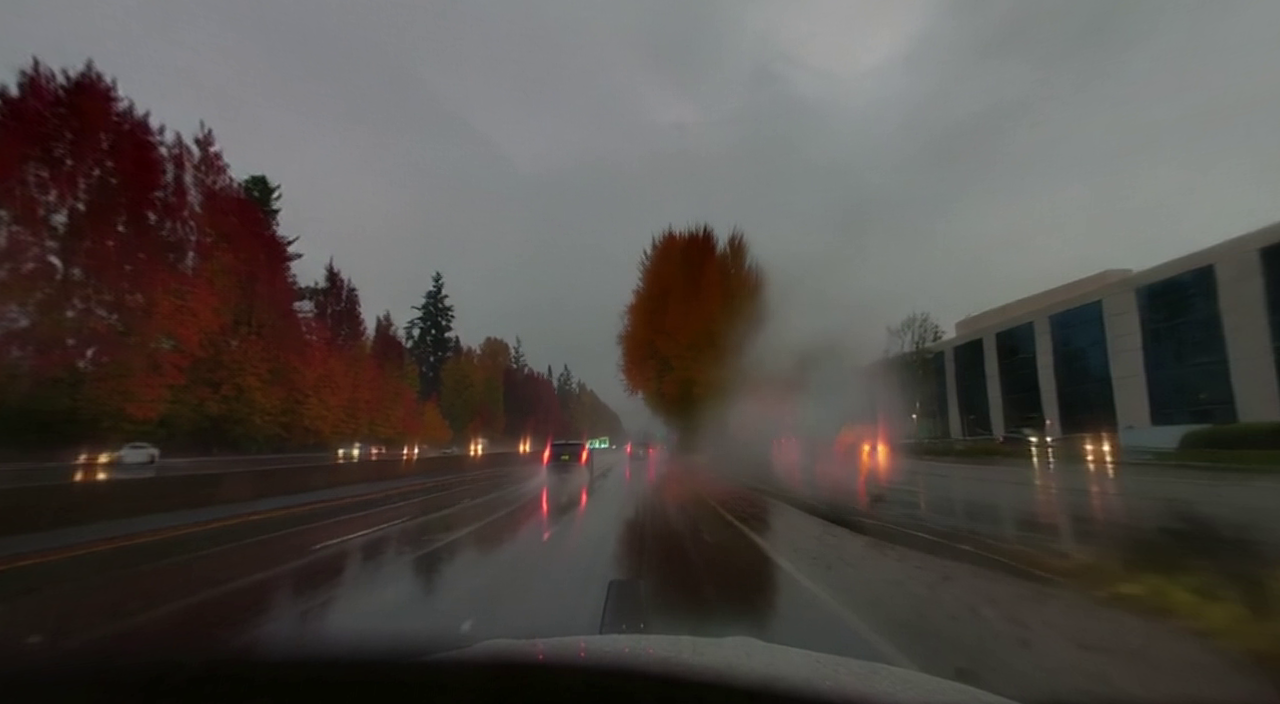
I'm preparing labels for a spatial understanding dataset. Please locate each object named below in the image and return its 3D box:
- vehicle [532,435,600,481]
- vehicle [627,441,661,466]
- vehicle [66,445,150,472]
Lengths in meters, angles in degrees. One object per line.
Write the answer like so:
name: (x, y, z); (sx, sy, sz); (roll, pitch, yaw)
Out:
vehicle: (-2.909, 4.275, 25.752); (2.197, 1.709, 4.069); (0, -8, 1)
vehicle: (0.240, 6.371, 39.658); (2.040, 1.493, 3.682); (0, -8, -1)
vehicle: (-33.917, 6.775, 40.286); (1.765, 1.618, 4.071); (0, -8, 1)
